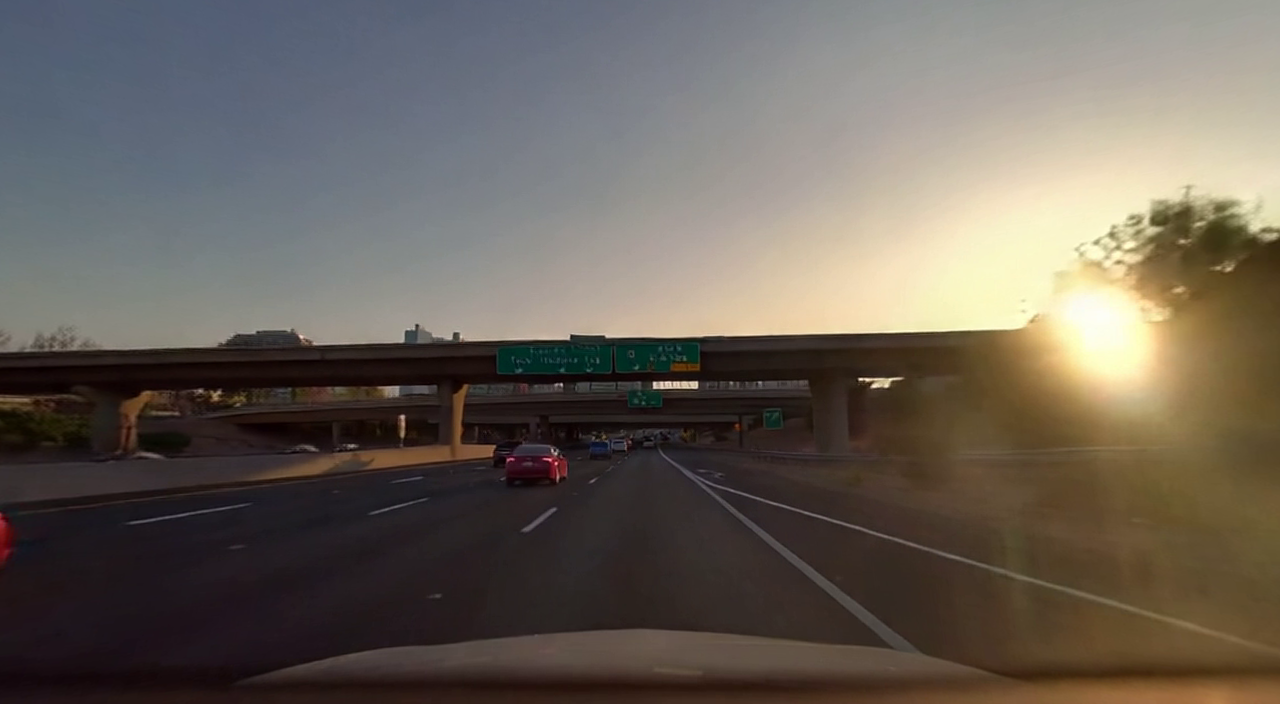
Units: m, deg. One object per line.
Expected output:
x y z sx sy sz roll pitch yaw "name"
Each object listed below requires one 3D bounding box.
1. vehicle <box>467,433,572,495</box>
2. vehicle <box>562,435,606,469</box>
-3.463 3.327 19.153 2.210 1.628 4.586 0 -9 1 "vehicle"
-3.190 5.826 36.921 2.080 1.811 4.644 0 -9 1 "vehicle"
